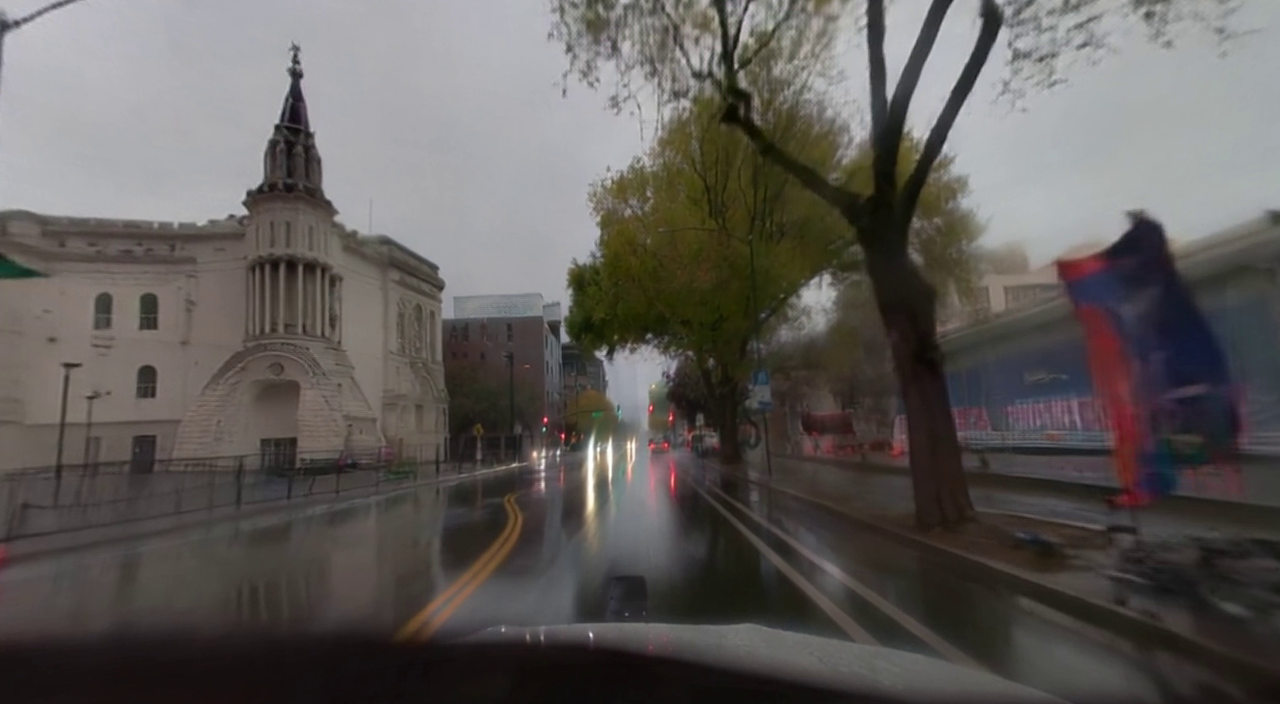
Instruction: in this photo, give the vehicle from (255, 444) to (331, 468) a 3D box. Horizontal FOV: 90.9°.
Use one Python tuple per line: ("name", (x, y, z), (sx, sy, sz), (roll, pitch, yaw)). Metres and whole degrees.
("vehicle", (-26.099, 7.806, 47.514), (4.445, 1.753, 2.044), (0, -8, 0))
